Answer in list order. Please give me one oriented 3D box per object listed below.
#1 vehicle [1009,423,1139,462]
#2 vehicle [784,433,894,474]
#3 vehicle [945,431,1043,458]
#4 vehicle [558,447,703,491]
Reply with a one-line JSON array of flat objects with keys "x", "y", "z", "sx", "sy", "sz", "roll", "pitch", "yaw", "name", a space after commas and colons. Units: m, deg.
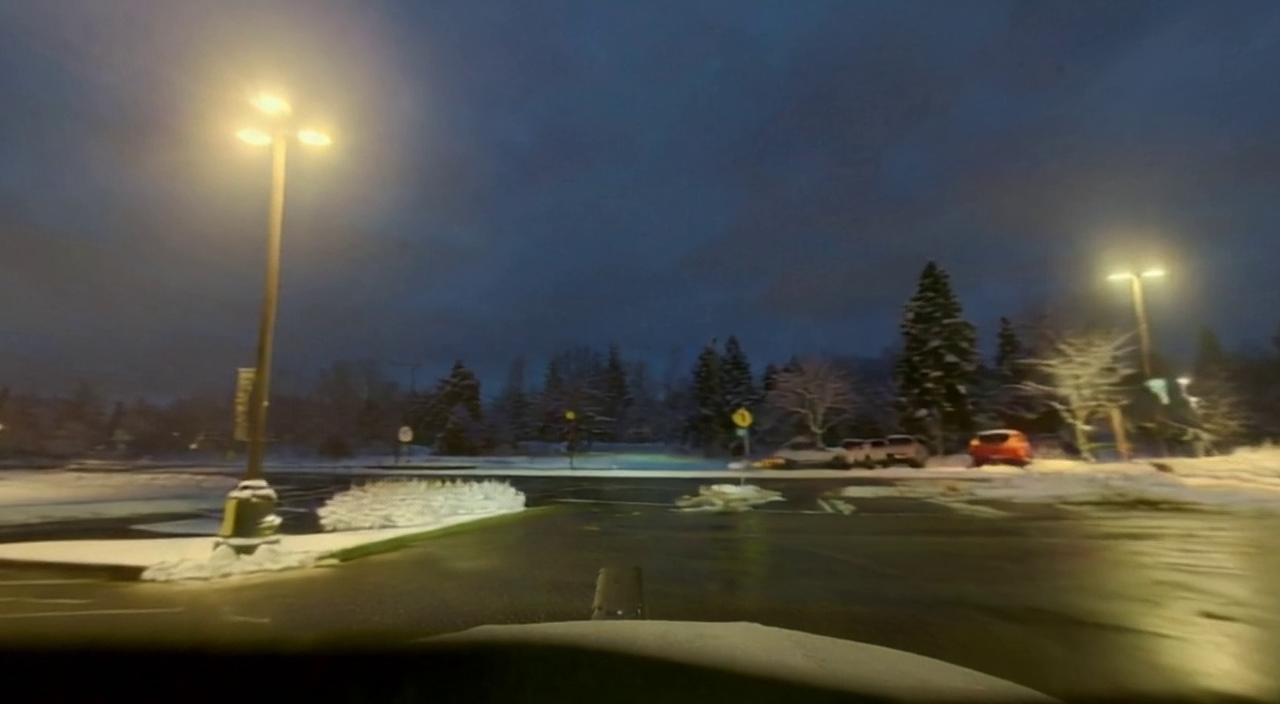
[{"x": 21.060, "y": 4.465, "z": 30.871, "sx": 4.660, "sy": 1.687, "sz": 1.981, "roll": -3, "pitch": -11, "yaw": 11, "name": "vehicle"}, {"x": 8.033, "y": 4.127, "z": 25.754, "sx": 4.030, "sy": 1.556, "sz": 2.057, "roll": -3, "pitch": -9, "yaw": 16, "name": "vehicle"}, {"x": 20.841, "y": 5.482, "z": 37.349, "sx": 4.601, "sy": 1.484, "sz": 1.839, "roll": -2, "pitch": -9, "yaw": 8, "name": "vehicle"}, {"x": -0.294, "y": 4.123, "z": 22.514, "sx": 4.772, "sy": 1.441, "sz": 1.976, "roll": -3, "pitch": -9, "yaw": 15, "name": "vehicle"}]
